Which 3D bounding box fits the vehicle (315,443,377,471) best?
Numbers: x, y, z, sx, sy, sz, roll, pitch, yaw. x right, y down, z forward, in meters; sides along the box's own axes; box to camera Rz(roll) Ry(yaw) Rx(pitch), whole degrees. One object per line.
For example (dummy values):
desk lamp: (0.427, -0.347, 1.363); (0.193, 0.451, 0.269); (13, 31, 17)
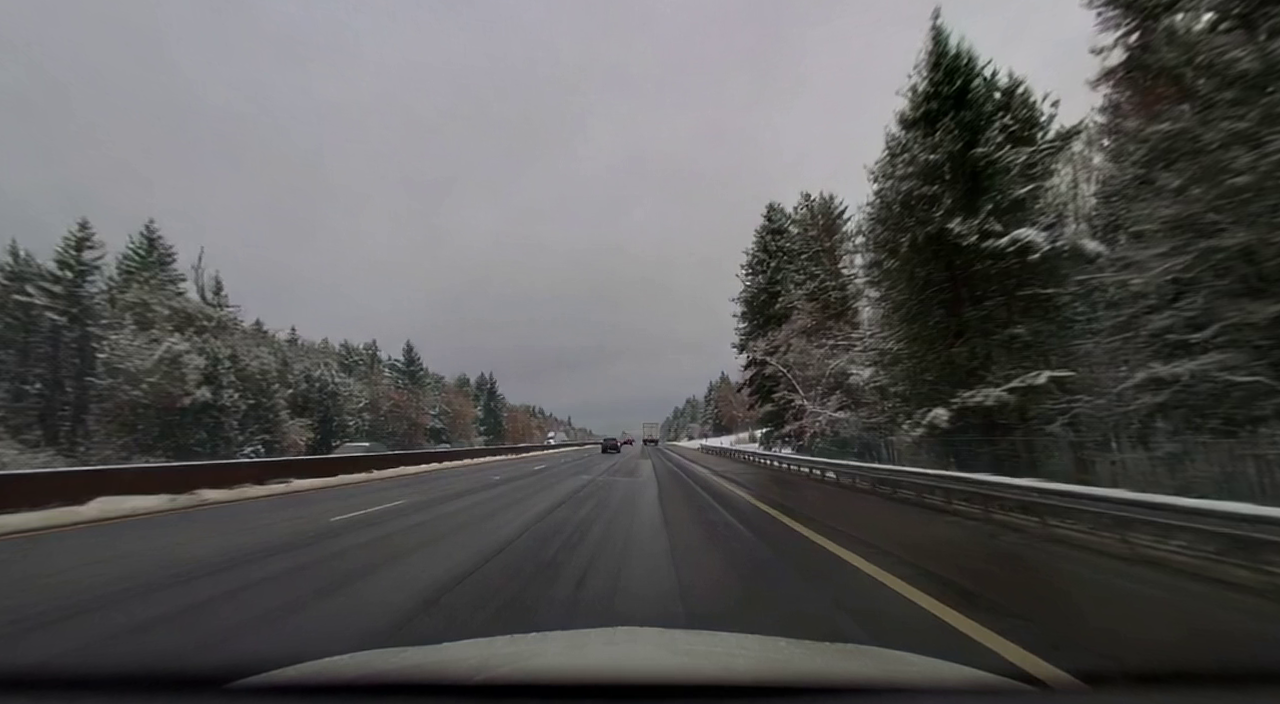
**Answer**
vehicle: (-15.989, 5.689, 34.324); (1.632, 1.417, 3.645); (-1, -8, 1)
